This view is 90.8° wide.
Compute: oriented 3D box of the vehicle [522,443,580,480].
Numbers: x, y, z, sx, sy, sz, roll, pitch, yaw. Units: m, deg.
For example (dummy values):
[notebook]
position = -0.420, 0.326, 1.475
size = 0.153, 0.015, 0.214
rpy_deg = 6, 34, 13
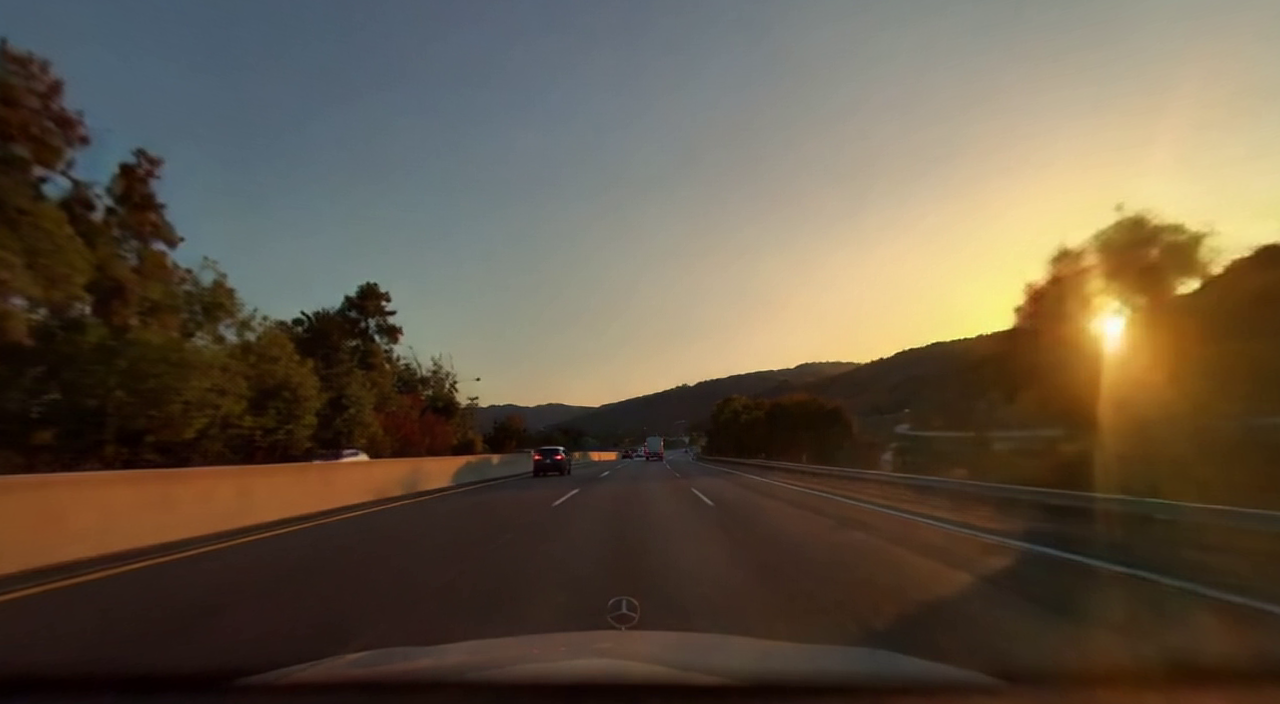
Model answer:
[vehicle]
position = -4.123, 5.136, 29.818
size = 2.035, 1.595, 4.022
rpy_deg = 0, -9, 1
